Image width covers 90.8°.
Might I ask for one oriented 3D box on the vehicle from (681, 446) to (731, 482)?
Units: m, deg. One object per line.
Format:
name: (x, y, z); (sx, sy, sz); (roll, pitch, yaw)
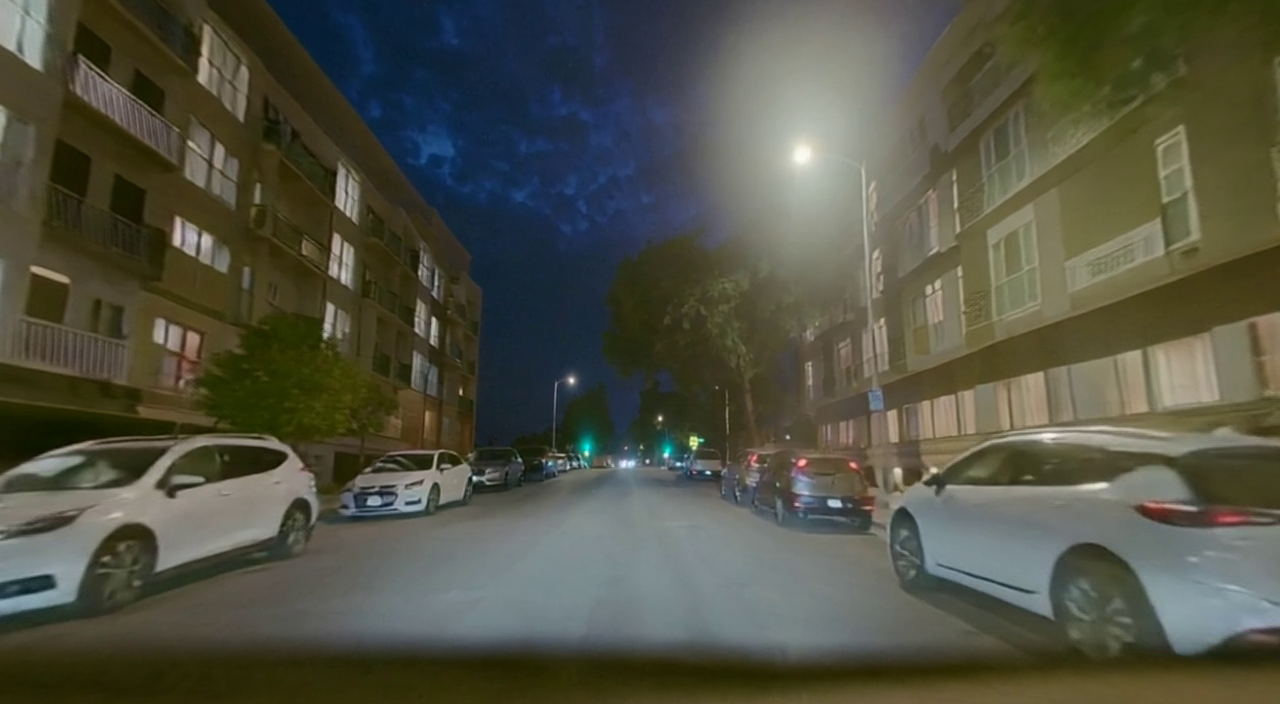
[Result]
vehicle: (3.652, 6.261, 35.691); (2.137, 1.848, 4.953); (0, -9, -2)

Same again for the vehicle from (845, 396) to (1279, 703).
vehicle: (3.751, 1.422, 5.317); (2.187, 1.699, 5.038); (0, -9, -2)

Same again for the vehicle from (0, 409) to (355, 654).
vehicle: (-5.600, 1.684, 7.209); (2.222, 1.735, 5.215); (0, -9, 1)

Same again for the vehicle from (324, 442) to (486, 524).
vehicle: (-5.765, 3.244, 16.407); (2.256, 1.590, 5.488); (-3, -8, -2)

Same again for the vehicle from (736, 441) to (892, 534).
vehicle: (3.536, 2.831, 13.970); (1.988, 1.652, 5.017); (0, -9, 0)
